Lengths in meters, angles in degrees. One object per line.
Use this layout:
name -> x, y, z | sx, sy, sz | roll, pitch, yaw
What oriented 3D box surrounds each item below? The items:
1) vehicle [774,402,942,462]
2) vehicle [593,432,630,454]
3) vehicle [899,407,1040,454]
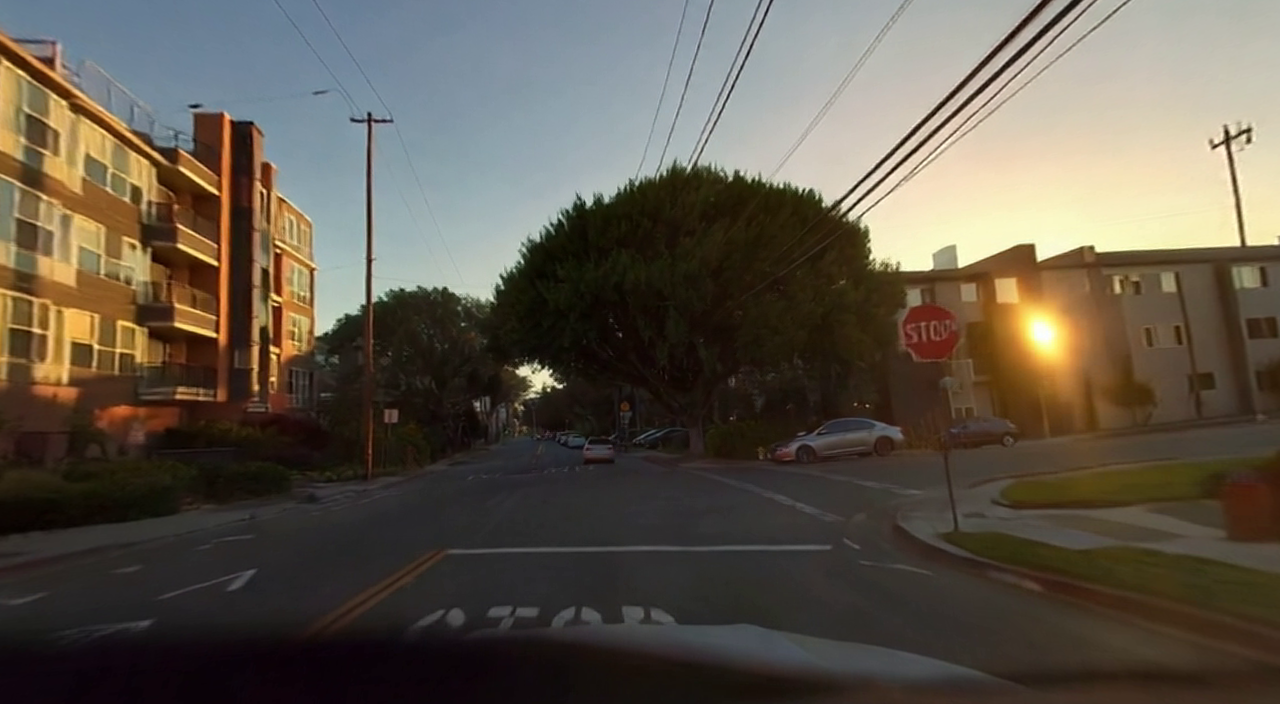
vehicle -> 7.158, 2.726, 21.217 | 4.790, 1.872, 2.155 | 0, -10, 1
vehicle -> -2.055, 6.348, 43.976 | 1.918, 1.475, 4.060 | 1, -9, -12
vehicle -> 13.453, 3.241, 25.900 | 4.830, 1.490, 1.878 | -2, -10, -11
